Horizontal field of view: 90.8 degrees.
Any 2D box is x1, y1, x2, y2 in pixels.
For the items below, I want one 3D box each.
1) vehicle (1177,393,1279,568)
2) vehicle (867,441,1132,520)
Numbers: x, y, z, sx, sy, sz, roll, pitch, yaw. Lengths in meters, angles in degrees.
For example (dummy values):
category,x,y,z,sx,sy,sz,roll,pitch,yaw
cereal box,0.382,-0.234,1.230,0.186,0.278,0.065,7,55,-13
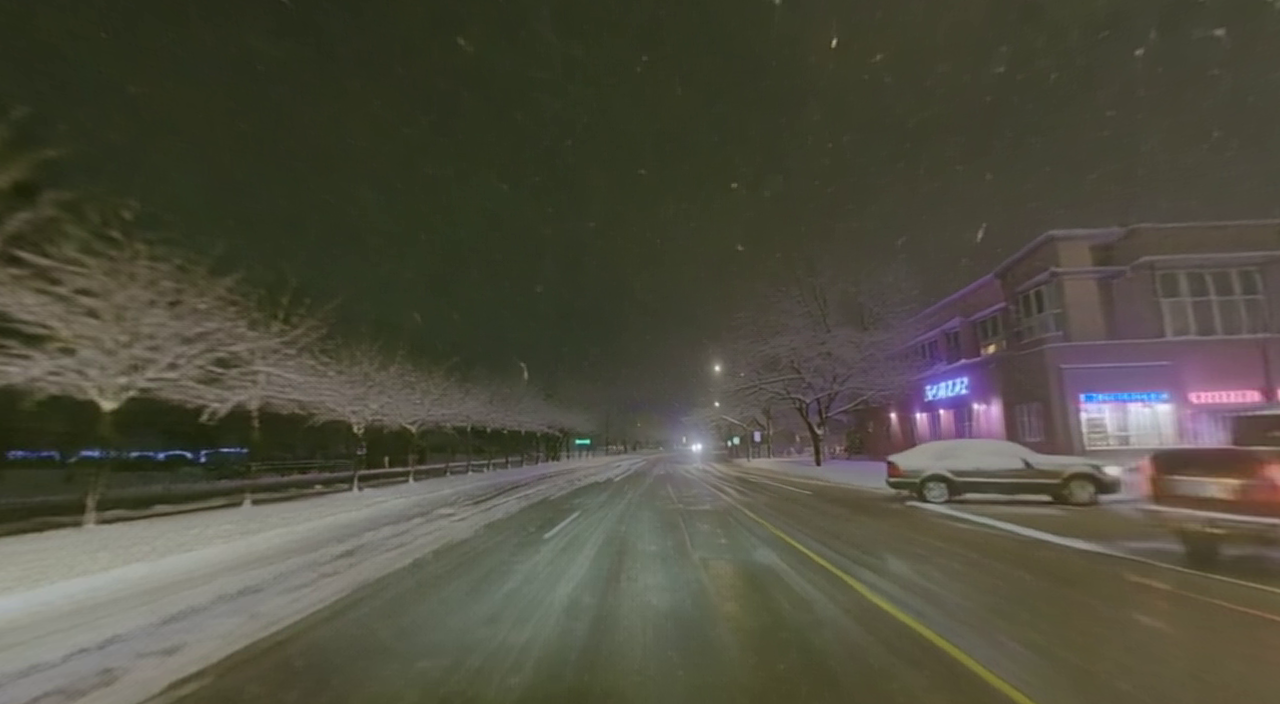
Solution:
category,x,y,z,sx,sy,sz,roll,pitch,yaw
vehicle,9.831,1.569,8.001,5.157,1.991,2.477,4,-9,-25
vehicle,7.751,2.780,14.150,4.733,1.499,2.000,-4,-10,26
